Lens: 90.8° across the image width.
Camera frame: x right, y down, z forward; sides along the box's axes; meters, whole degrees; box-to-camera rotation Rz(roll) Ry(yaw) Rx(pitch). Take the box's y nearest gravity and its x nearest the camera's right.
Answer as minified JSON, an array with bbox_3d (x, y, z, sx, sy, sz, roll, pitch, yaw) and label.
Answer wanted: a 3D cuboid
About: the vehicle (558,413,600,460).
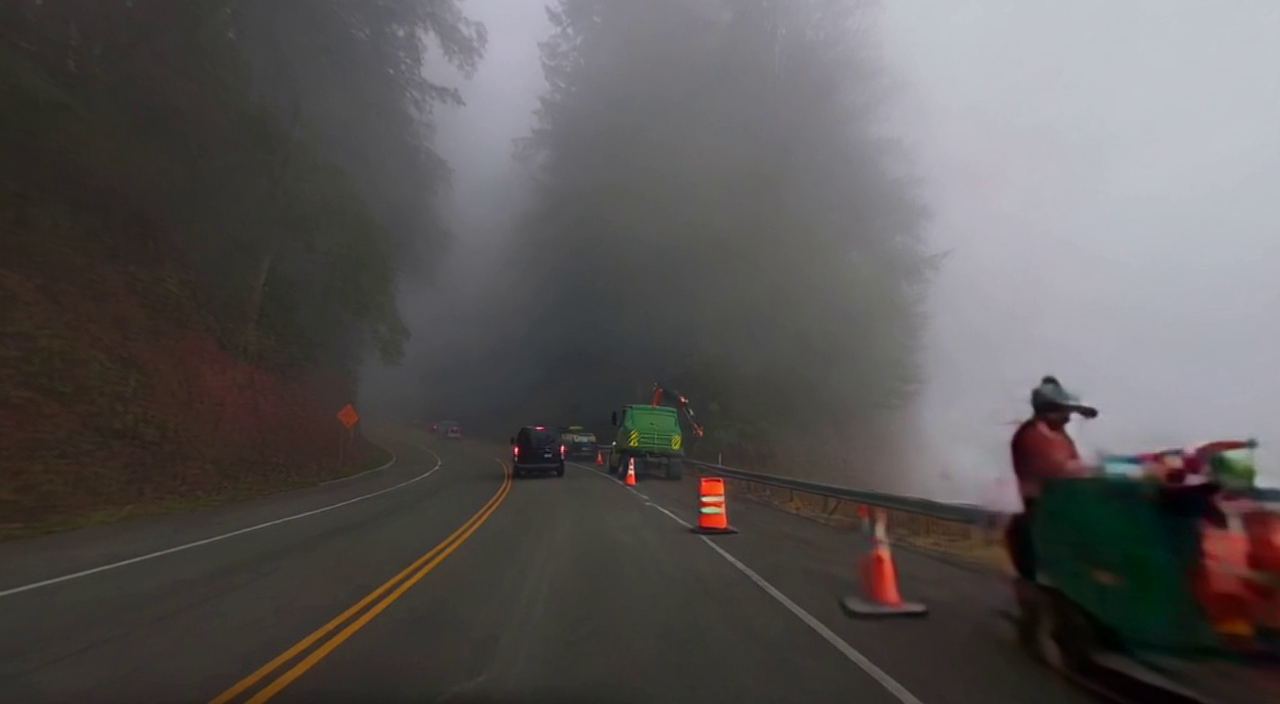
[{"bbox_3d":[-4.323,5.923,43.985,2.703,3.066,4.047,1,-9,-8],"label":"vehicle"}]

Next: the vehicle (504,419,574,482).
[{"bbox_3d":[-4.155,3.920,25.324,2.362,2.223,4.892,2,-9,-13],"label":"vehicle"}]

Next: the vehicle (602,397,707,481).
[{"bbox_3d":[0.341,4.014,29.496,3.126,3.310,8.534,1,-7,-11],"label":"vehicle"}]
